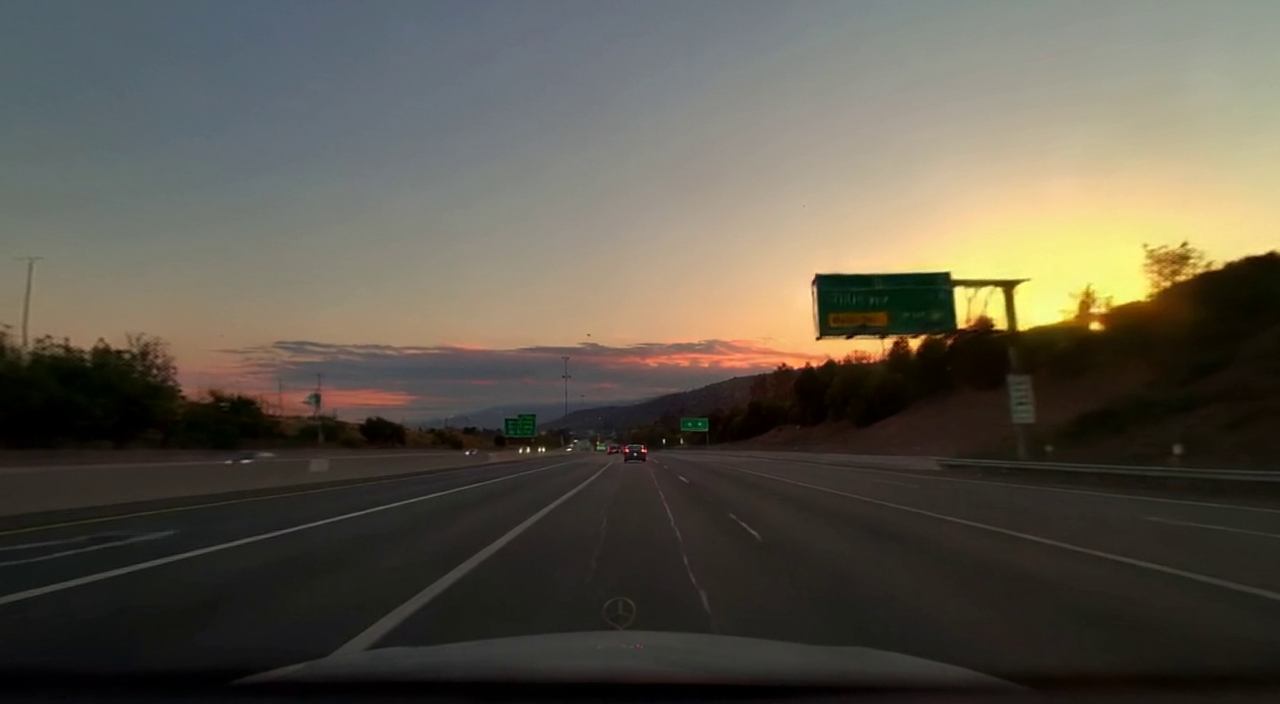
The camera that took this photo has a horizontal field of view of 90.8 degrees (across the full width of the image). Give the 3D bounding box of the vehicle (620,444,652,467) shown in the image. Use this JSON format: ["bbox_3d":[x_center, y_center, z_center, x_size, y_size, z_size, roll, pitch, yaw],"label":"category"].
[{"bbox_3d":[-0.359,7.203,44.104,2.118,1.466,4.165,0,-9,-2],"label":"vehicle"}]
